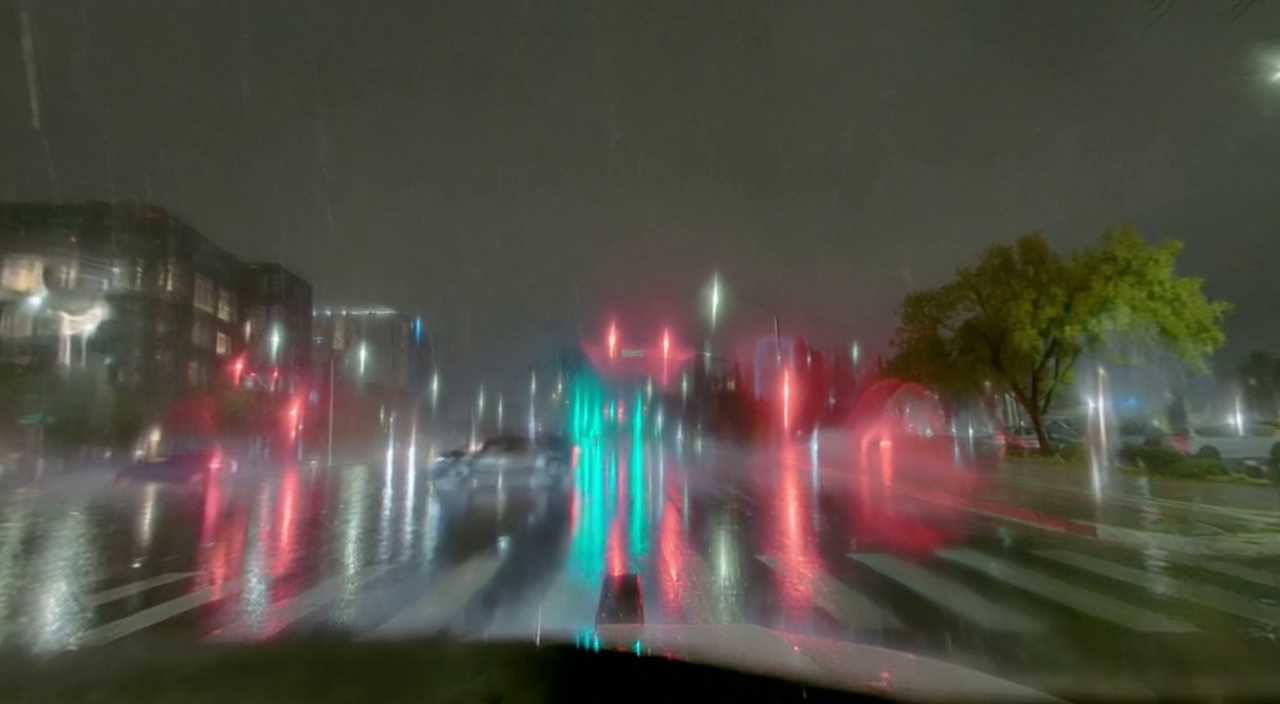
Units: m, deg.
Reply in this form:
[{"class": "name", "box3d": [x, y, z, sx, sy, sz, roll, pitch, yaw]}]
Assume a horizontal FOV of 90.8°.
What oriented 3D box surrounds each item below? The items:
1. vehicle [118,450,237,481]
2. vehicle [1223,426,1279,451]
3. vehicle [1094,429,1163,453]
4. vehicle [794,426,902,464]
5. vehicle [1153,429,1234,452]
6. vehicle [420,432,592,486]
[{"class": "vehicle", "box3d": [-21.029, 5.178, 28.851, 4.046, 1.306, 1.719, 0, -8, 0]}, {"class": "vehicle", "box3d": [42.238, 5.737, 41.947, 2.037, 1.614, 5.175, 0, -8, 0]}, {"class": "vehicle", "box3d": [33.227, 6.095, 43.114, 2.090, 1.494, 4.321, -3, -9, 14]}, {"class": "vehicle", "box3d": [9.992, 4.488, 30.421, 4.571, 1.698, 1.977, -5, -10, 28]}, {"class": "vehicle", "box3d": [36.550, 5.876, 41.856, 1.726, 1.429, 4.163, -1, -8, 2]}, {"class": "vehicle", "box3d": [-4.072, 3.236, 19.426, 4.916, 1.504, 1.846, 2, -9, -15]}]
